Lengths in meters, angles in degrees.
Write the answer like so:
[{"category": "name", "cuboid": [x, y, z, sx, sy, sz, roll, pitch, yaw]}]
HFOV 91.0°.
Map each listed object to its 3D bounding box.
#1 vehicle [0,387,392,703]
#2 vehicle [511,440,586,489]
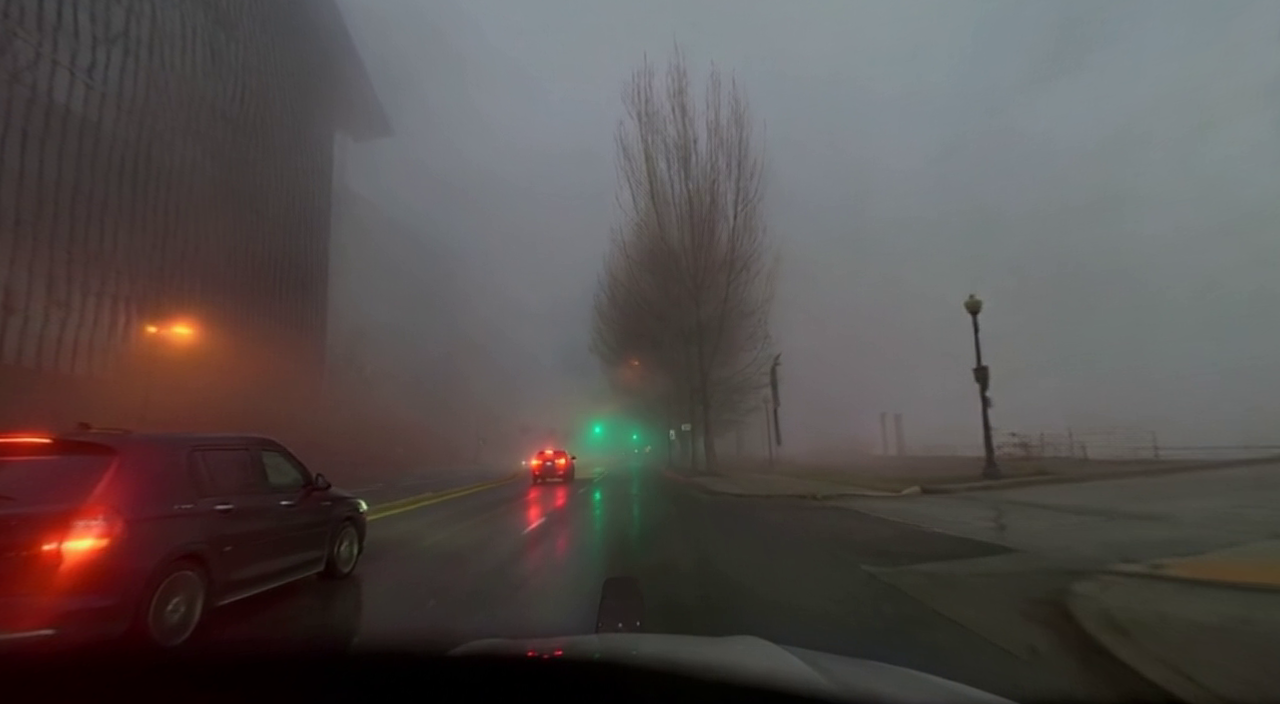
[{"category": "vehicle", "cuboid": [-4.313, 1.420, 5.726, 2.169, 1.741, 4.588, 0, -9, 1]}, {"category": "vehicle", "cuboid": [-3.788, 4.792, 27.057, 2.384, 1.849, 5.009, 0, -9, 1]}]
